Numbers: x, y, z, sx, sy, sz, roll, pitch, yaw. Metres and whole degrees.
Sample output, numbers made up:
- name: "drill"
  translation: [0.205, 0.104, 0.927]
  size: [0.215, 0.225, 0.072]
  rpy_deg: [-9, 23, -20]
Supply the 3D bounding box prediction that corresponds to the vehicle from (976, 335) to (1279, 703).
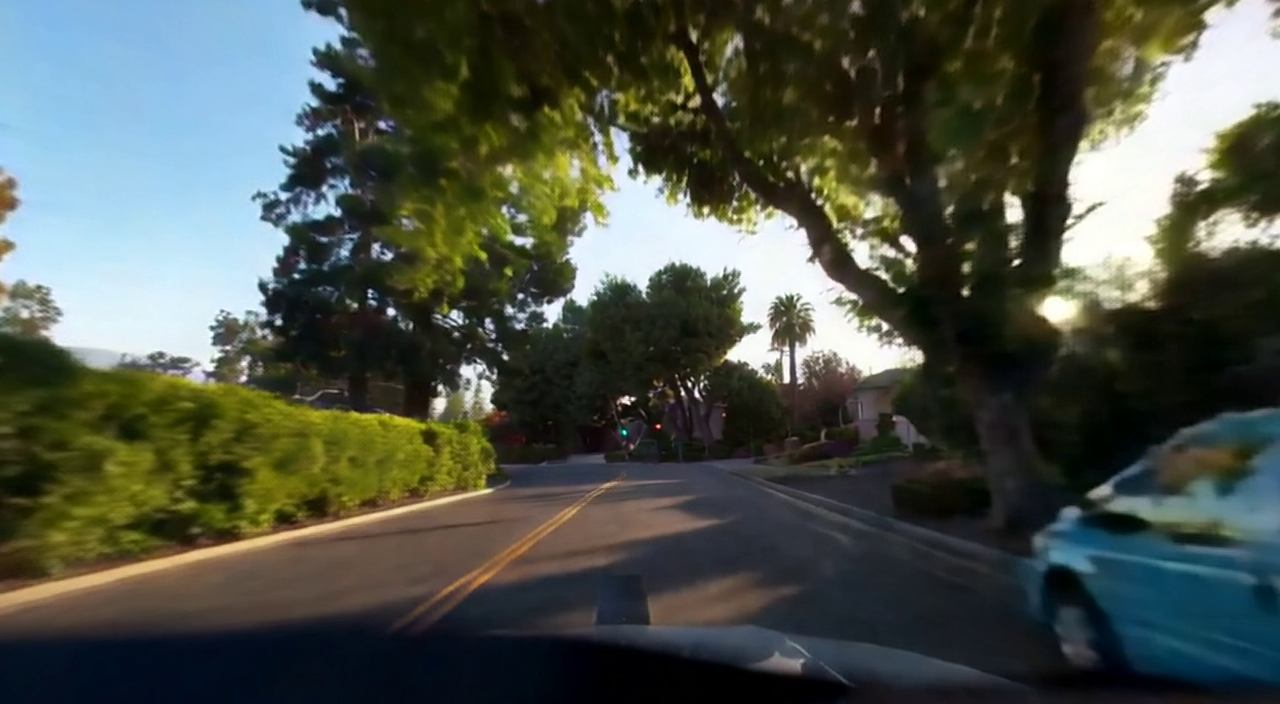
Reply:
- name: "vehicle"
  translation: [3.719, 0.835, 2.318]
  size: [2.323, 1.849, 4.691]
  rpy_deg: [0, -8, 0]
